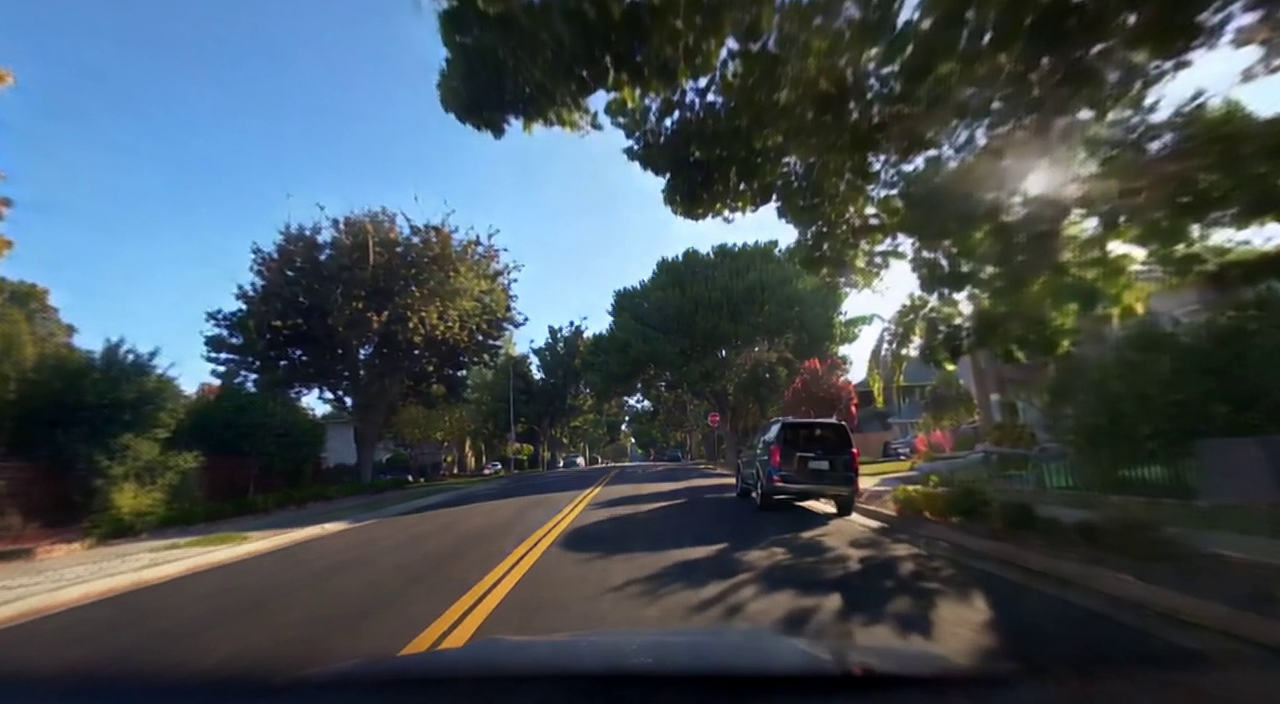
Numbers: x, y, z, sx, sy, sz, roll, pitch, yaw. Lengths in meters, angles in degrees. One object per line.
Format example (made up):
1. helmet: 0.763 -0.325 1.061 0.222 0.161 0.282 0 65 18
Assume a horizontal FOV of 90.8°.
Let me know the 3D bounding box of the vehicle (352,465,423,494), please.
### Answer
1. vehicle: -18.103 9.145 45.299 4.274 1.626 2.093 -6 -10 10

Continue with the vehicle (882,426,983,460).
1. vehicle: 17.204 5.397 37.370 4.982 1.874 2.133 -3 -9 13

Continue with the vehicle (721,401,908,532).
1. vehicle: 2.832 2.009 11.492 2.109 1.875 4.488 -1 -9 0
